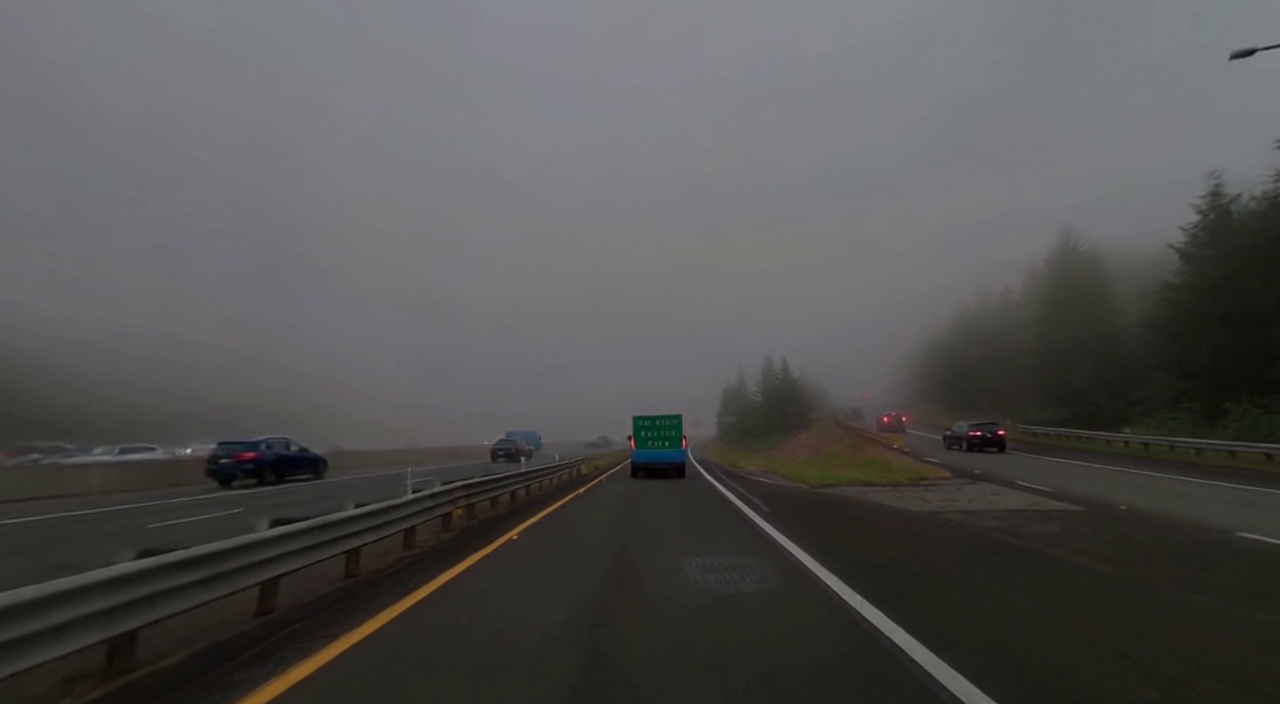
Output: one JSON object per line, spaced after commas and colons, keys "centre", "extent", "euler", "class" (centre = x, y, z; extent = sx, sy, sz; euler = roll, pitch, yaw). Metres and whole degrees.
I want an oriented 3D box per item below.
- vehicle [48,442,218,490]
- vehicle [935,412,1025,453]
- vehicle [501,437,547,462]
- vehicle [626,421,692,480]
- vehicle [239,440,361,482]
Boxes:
{"centre": [-17.197, 3.835, 21.785], "extent": [1.825, 1.437, 4.692], "euler": [-1, -8, 3], "class": "vehicle"}
{"centre": [14.978, 3.628, 28.095], "extent": [2.098, 1.654, 4.637], "euler": [-2, -8, 10], "class": "vehicle"}
{"centre": [-7.567, 6.363, 41.391], "extent": [1.896, 1.543, 4.429], "euler": [-1, -8, 4], "class": "vehicle"}
{"centre": [0.623, 3.371, 21.902], "extent": [2.043, 1.821, 4.558], "euler": [0, -8, 1], "class": "vehicle"}
{"centre": [-12.936, 4.146, 24.384], "extent": [1.918, 1.451, 4.668], "euler": [-1, -8, 3], "class": "vehicle"}
